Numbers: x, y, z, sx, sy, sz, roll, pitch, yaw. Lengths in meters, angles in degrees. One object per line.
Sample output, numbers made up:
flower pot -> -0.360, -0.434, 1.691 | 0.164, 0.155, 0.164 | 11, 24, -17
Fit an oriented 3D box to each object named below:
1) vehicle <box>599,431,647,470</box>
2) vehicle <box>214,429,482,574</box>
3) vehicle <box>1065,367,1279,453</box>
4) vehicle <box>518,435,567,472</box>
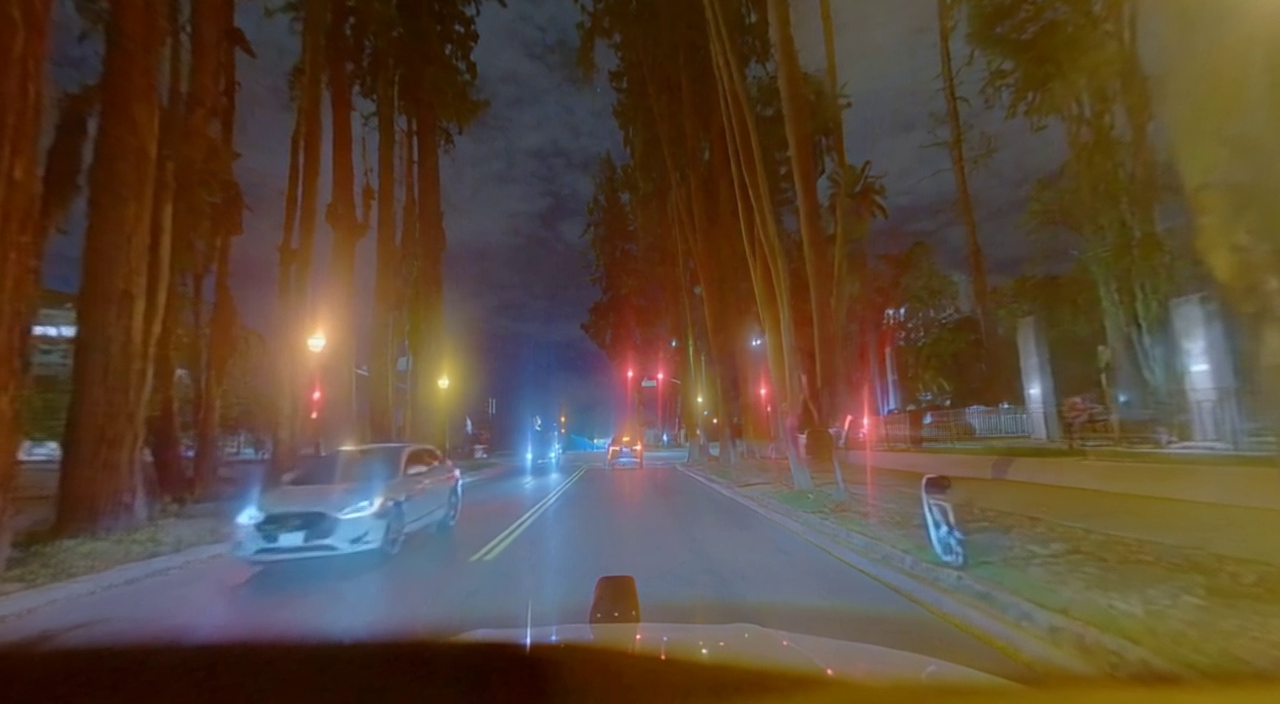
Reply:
vehicle -> -0.754, 4.599, 29.620 | 2.142, 1.686, 3.816 | 0, -8, 0
vehicle -> -3.580, 1.855, 8.562 | 1.973, 1.512, 3.524 | 0, -8, -1
vehicle -> 11.960, 1.200, 13.289 | 4.349, 1.462, 1.982 | -5, -7, 7
vehicle -> -4.633, 4.864, 30.347 | 2.057, 1.613, 4.062 | 0, -8, -5
